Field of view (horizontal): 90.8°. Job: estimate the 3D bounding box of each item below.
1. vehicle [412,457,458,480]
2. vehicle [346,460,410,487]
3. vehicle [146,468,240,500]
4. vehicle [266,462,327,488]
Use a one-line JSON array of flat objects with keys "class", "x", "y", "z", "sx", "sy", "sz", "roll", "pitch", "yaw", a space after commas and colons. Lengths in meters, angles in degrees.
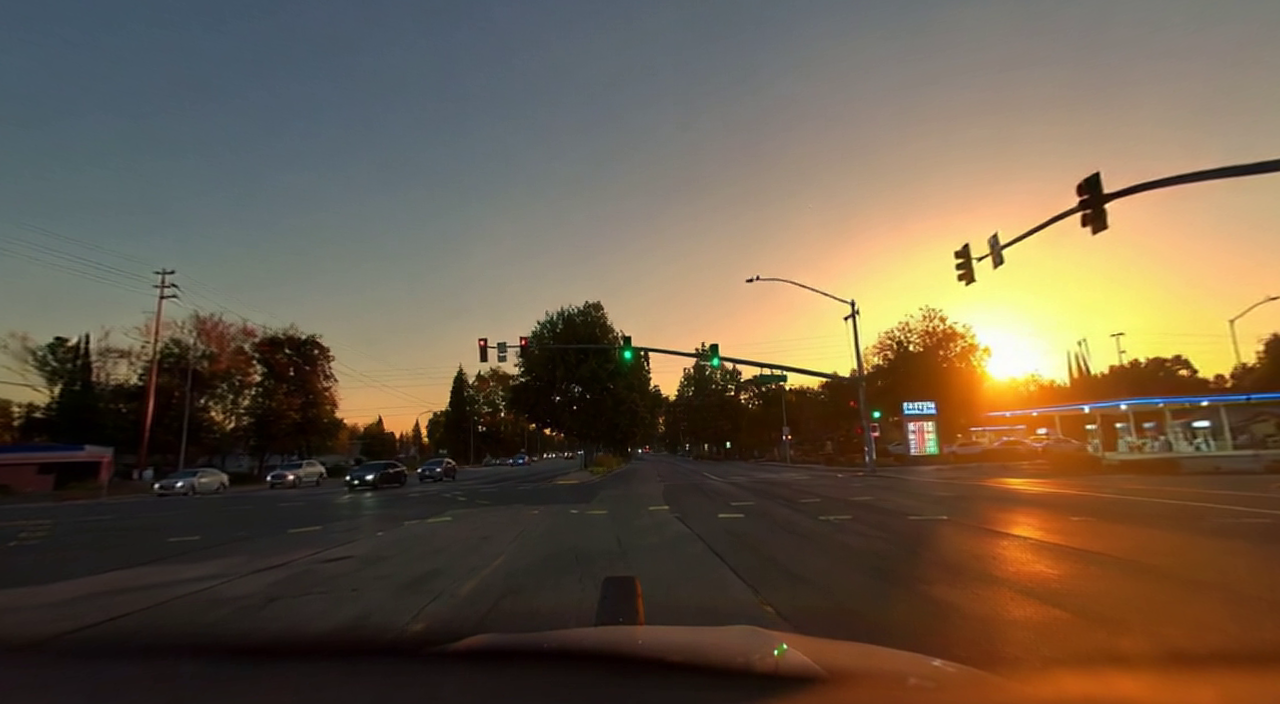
[{"class": "vehicle", "x": -15.430, "y": 8.753, "z": 47.708, "sx": 2.053, "sy": 1.598, "sz": 4.336, "roll": 0, "pitch": -9, "yaw": -1}, {"class": "vehicle", "x": -15.328, "y": 7.119, "z": 37.273, "sx": 1.920, "sy": 1.434, "sz": 4.328, "roll": 0, "pitch": -9, "yaw": 0}, {"class": "vehicle", "x": -24.635, "y": 7.249, "z": 35.073, "sx": 1.895, "sy": 1.483, "sz": 4.790, "roll": 0, "pitch": -9, "yaw": -2}, {"class": "vehicle", "x": -24.843, "y": 8.909, "z": 45.876, "sx": 2.098, "sy": 1.684, "sz": 4.388, "roll": 0, "pitch": -9, "yaw": -2}]
